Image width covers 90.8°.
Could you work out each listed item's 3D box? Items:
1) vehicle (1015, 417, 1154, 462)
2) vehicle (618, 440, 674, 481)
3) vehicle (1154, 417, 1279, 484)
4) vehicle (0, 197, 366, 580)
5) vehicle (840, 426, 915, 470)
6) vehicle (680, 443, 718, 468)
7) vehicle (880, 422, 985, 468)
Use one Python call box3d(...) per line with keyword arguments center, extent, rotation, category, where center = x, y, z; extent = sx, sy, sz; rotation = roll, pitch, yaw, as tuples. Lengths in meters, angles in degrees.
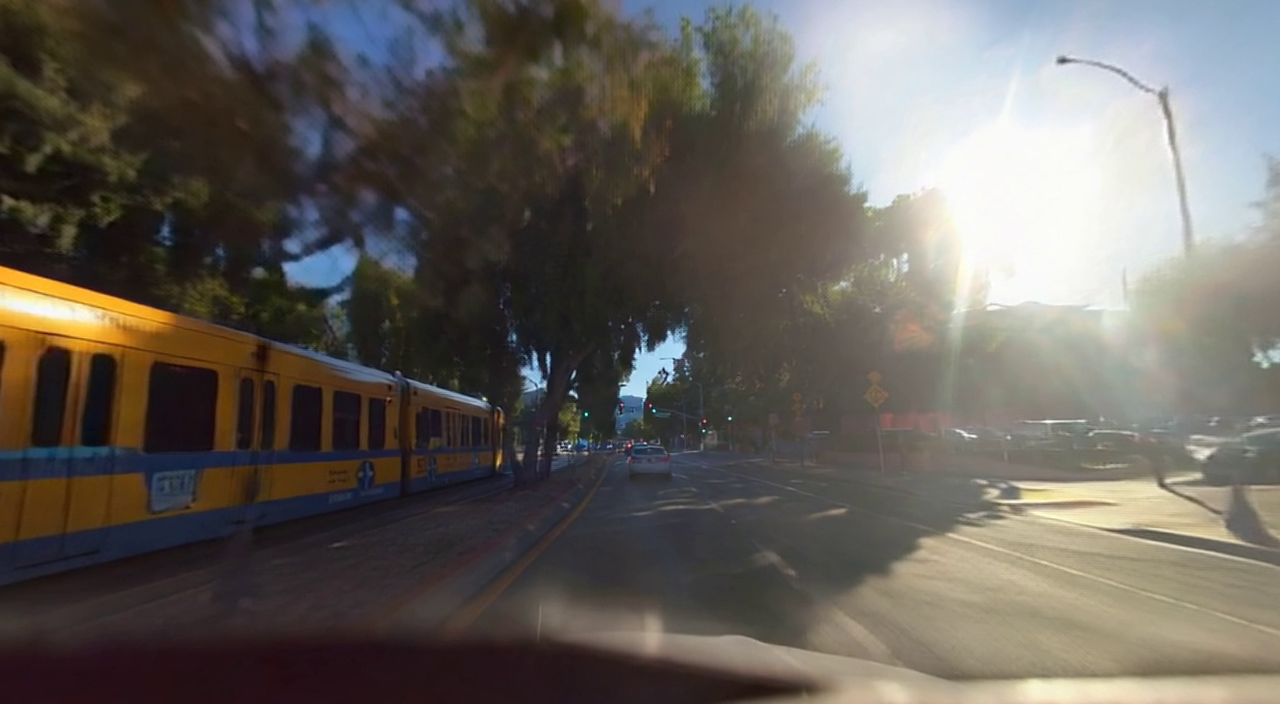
box3d(center=(19.581, 3.947, 28.288), extent=(2.159, 1.817, 5.675), rotation=(0, -9, 0), category="vehicle")
box3d(center=(0.220, 4.208, 24.800), extent=(2.002, 1.471, 4.337), rotation=(0, -8, 0), category="vehicle")
box3d(center=(15.413, 2.400, 15.489), extent=(1.780, 1.498, 4.611), rotation=(0, -9, 1), category="vehicle")
box3d(center=(-7.680, 0.507, 7.370), extent=(2.897, 3.700, 13.528), rotation=(0, -7, 0), category="vehicle")
box3d(center=(13.424, 5.393, 36.129), extent=(2.221, 2.116, 5.535), rotation=(1, -6, 1), category="vehicle")
box3d(center=(3.598, 6.379, 39.260), extent=(1.944, 1.447, 4.392), rotation=(0, -8, 0), category="vehicle")
box3d(center=(13.353, 4.327, 29.359), extent=(2.145, 1.911, 5.581), rotation=(0, -9, 0), category="vehicle")
